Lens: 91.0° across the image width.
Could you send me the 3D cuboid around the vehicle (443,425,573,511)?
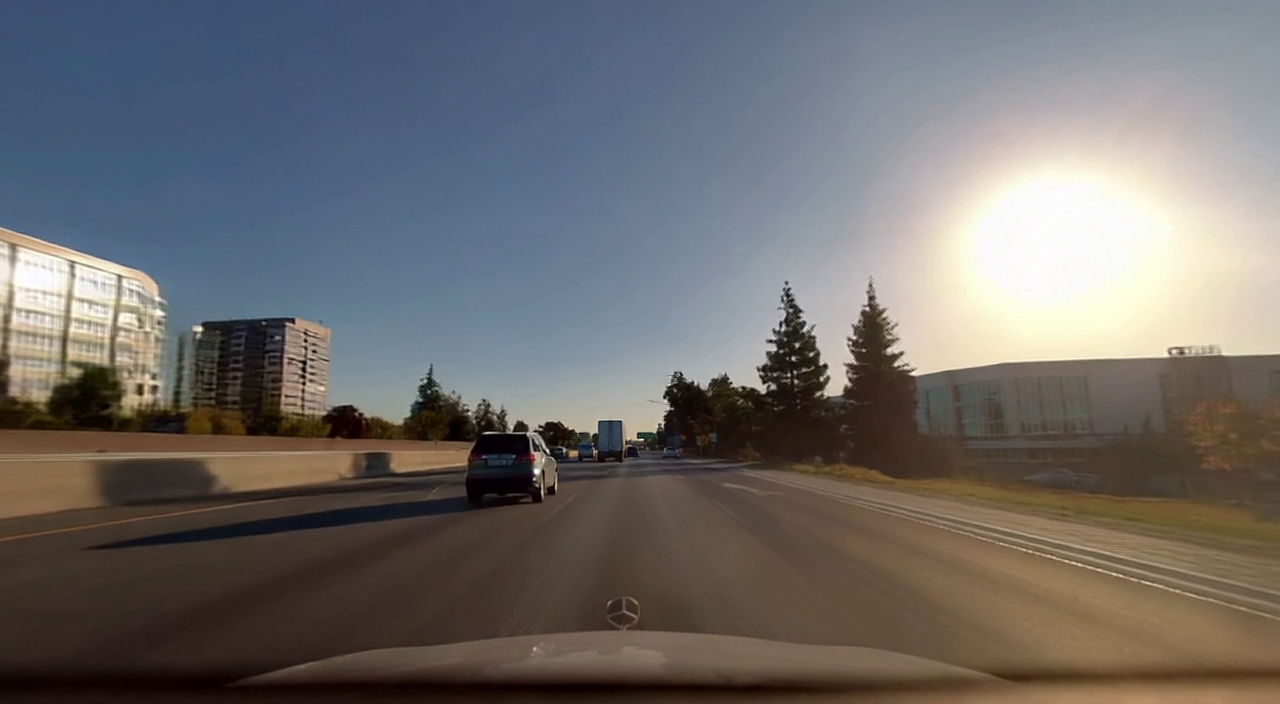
[{"bbox_3d":[-2.960,2.731,15.247,2.111,1.742,4.315,0,-9,1],"label":"vehicle"}]
